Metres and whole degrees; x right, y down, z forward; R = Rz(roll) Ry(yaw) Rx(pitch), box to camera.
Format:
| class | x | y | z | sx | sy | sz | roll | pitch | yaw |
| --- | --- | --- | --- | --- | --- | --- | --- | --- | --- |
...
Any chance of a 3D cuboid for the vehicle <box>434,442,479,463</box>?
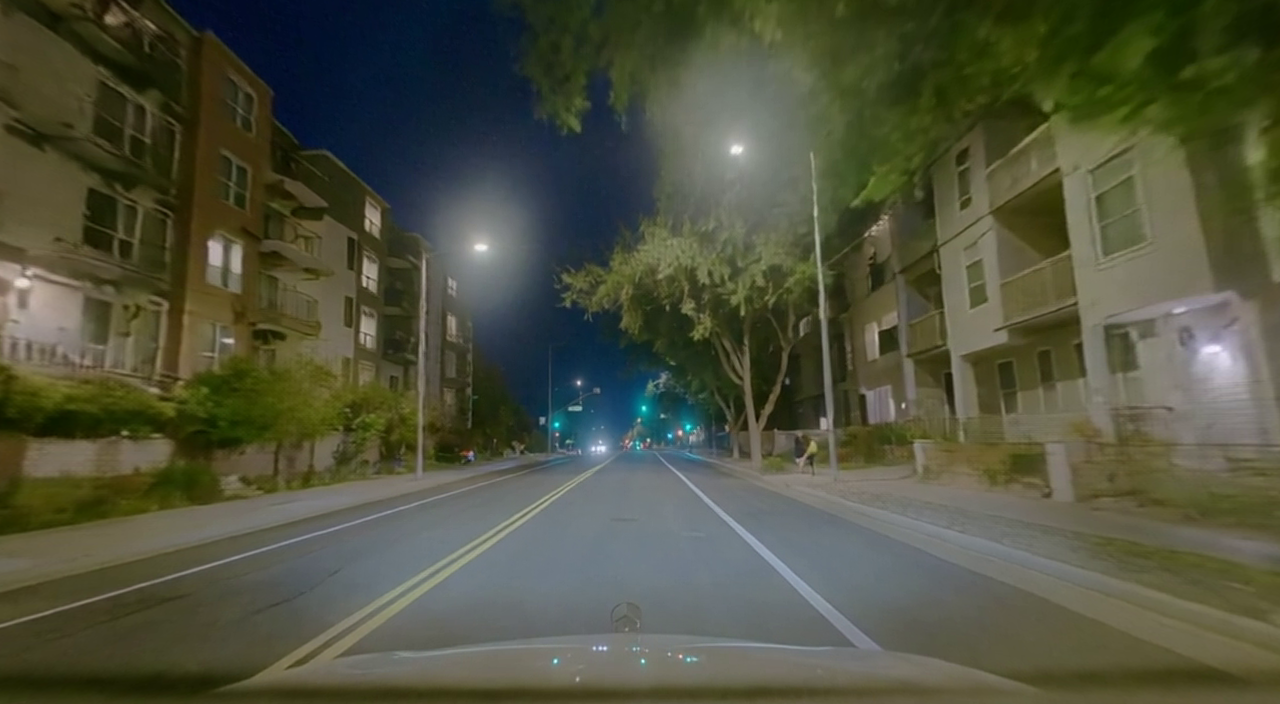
| class | x | y | z | sx | sy | sz | roll | pitch | yaw |
| --- | --- | --- | --- | --- | --- | --- | --- | --- | --- |
| vehicle | -12.857 | 7.089 | 44.526 | 1.934 | 1.389 | 4.364 | 0 | -9 | -1 |
